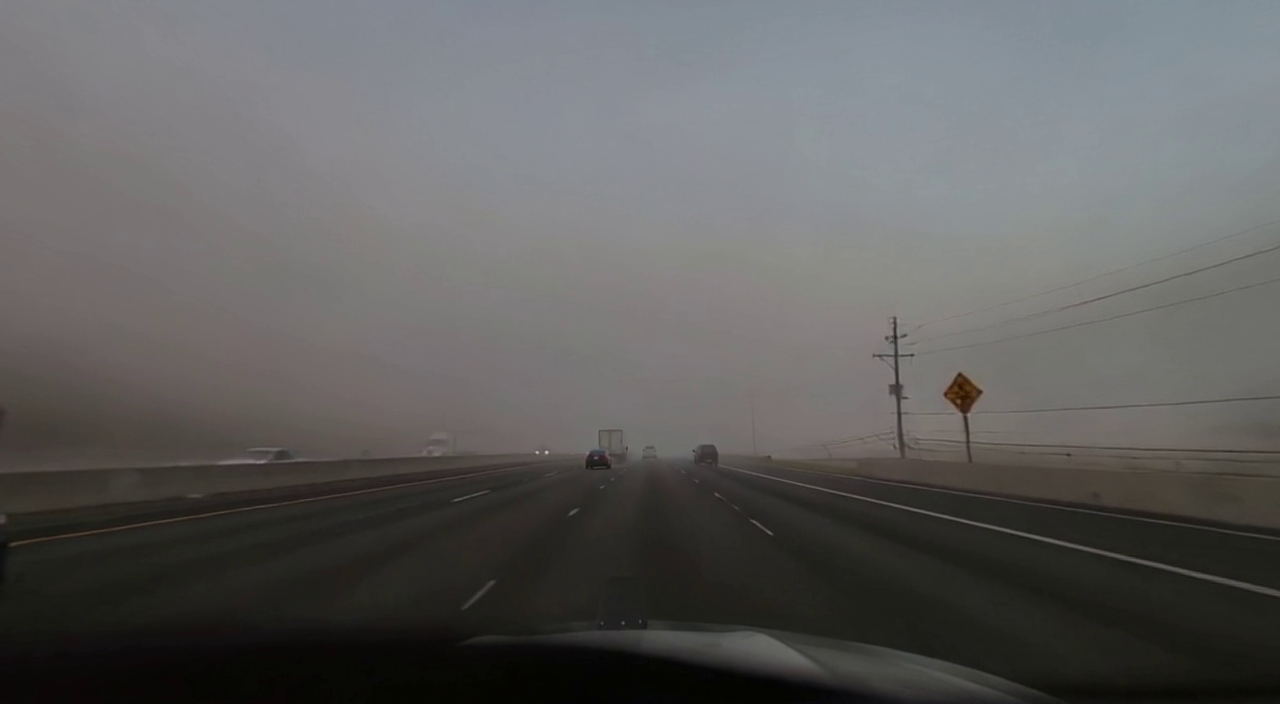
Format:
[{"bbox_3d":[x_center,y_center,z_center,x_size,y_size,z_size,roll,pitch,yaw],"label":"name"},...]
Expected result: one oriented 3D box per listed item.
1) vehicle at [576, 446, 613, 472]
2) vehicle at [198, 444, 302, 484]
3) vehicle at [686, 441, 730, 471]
[{"bbox_3d":[-2.797,6.660,39.453,2.004,1.498,4.043,0,-9,1],"label":"vehicle"},{"bbox_3d":[-15.336,4.395,25.014,1.790,1.461,3.501,0,-9,1],"label":"vehicle"},{"bbox_3d":[4.305,6.639,40.379,2.214,1.799,4.627,0,-9,-1],"label":"vehicle"}]
